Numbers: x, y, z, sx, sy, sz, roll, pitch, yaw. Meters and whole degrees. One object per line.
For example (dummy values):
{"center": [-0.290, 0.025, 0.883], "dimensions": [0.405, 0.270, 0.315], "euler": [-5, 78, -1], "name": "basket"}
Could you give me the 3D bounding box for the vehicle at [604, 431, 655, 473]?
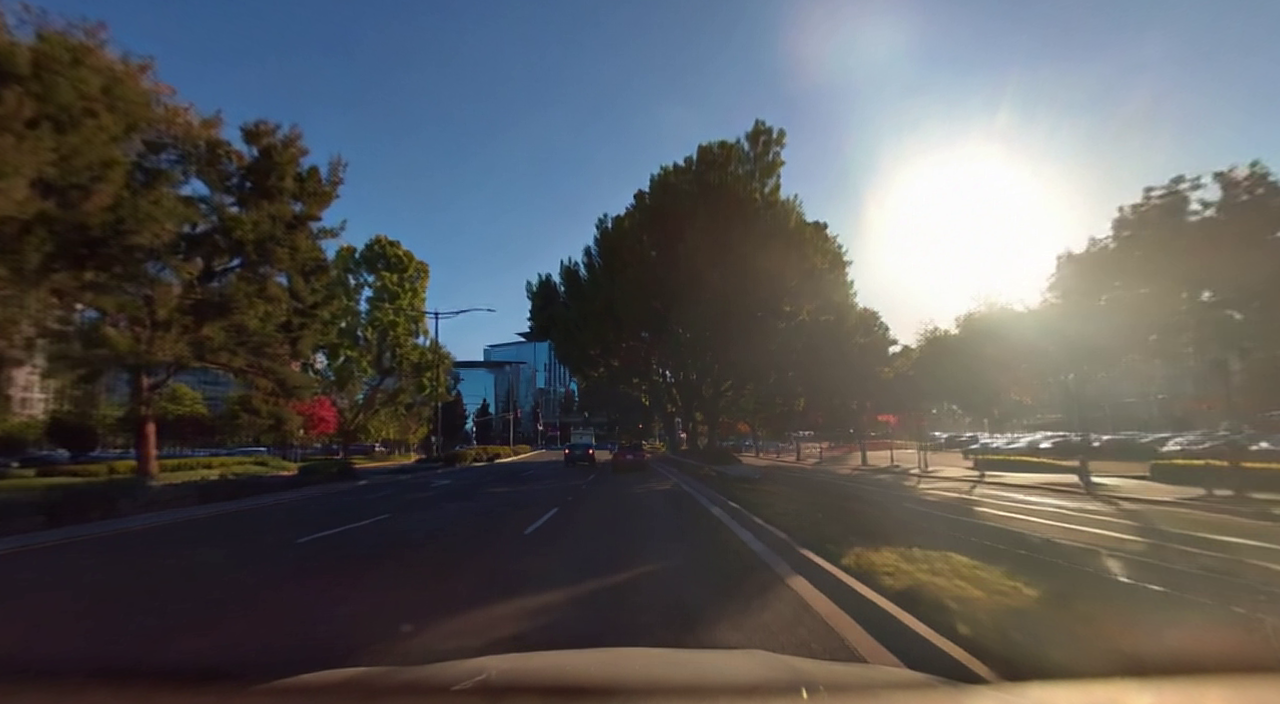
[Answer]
{"center": [-0.569, 4.811, 30.672], "dimensions": [2.260, 1.872, 4.578], "euler": [0, -8, -2], "name": "vehicle"}
